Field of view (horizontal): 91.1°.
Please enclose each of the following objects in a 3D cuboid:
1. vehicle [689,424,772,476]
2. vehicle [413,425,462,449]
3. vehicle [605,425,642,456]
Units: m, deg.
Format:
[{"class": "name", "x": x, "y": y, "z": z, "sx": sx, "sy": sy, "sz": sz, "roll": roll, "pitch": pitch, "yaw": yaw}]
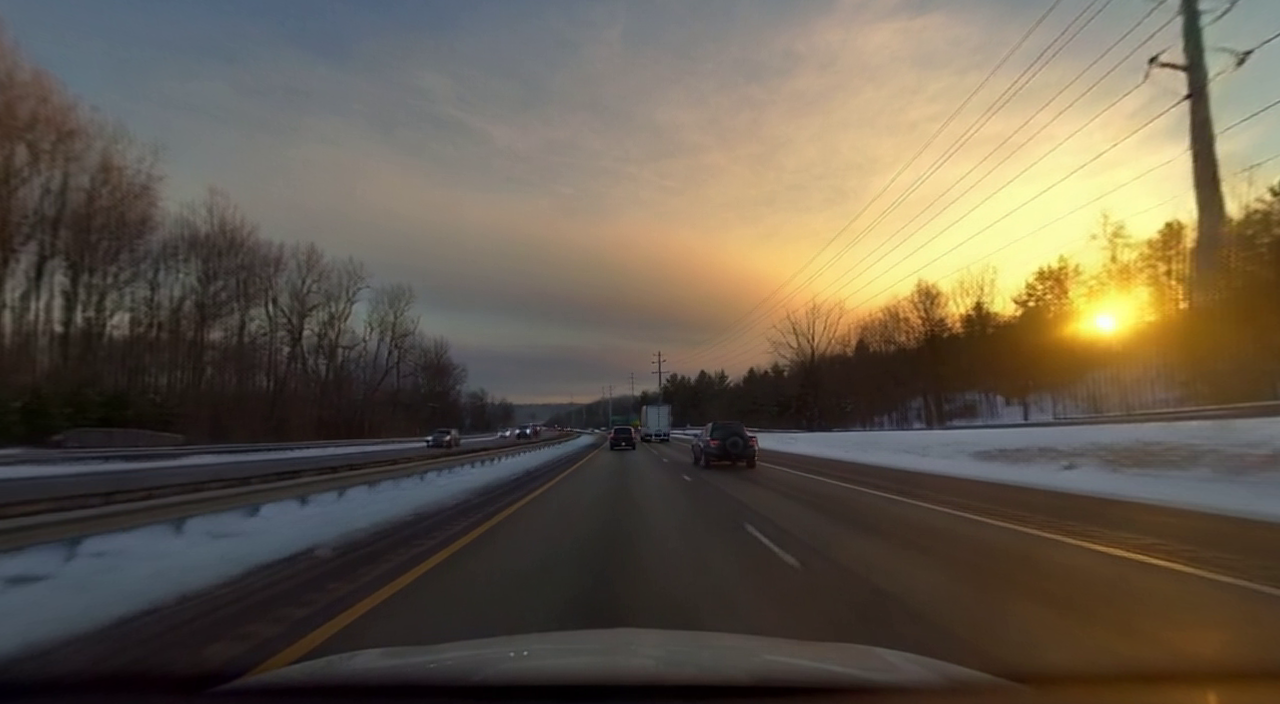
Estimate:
[{"class": "vehicle", "x": 2.956, "y": 3.293, "z": 21.391, "sx": 2.062, "sy": 1.581, "sz": 3.914, "roll": 0, "pitch": -8, "yaw": -3}, {"class": "vehicle", "x": -13.098, "y": 5.561, "z": 40.950, "sx": 1.815, "sy": 1.475, "sz": 4.344, "roll": 0, "pitch": -8, "yaw": -2}, {"class": "vehicle", "x": -0.930, "y": 5.059, "z": 36.039, "sx": 2.019, "sy": 1.642, "sz": 3.790, "roll": 0, "pitch": -8, "yaw": -1}]
